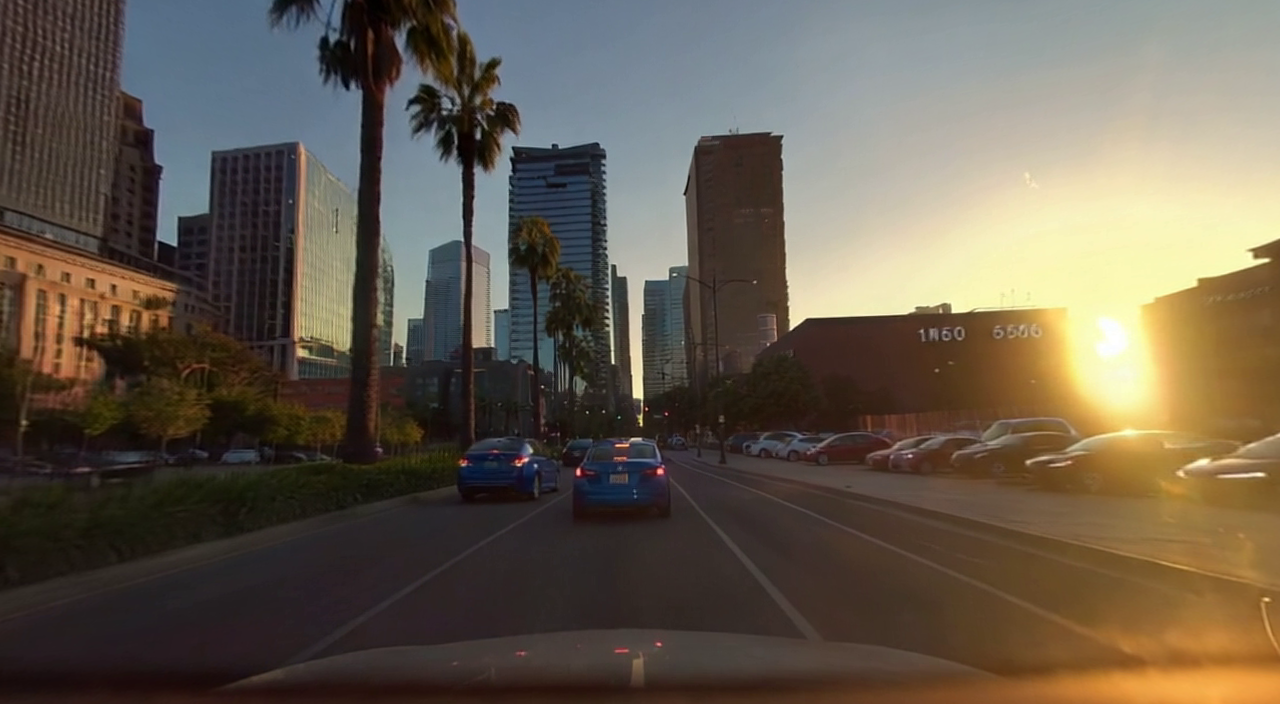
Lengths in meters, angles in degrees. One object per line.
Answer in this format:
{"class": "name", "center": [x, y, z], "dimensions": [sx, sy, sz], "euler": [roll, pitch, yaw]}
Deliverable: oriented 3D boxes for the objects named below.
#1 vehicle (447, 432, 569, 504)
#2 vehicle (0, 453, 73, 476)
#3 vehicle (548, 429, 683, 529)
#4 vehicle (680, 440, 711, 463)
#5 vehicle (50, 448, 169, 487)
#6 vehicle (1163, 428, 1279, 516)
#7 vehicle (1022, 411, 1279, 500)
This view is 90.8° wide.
{"class": "vehicle", "center": [-3.129, 2.861, 16.018], "dimensions": [2.071, 1.544, 4.383], "euler": [0, -8, 1]}
{"class": "vehicle", "center": [-42.162, 7.711, 43.494], "dimensions": [4.309, 1.484, 1.884], "euler": [0, -8, -1]}
{"class": "vehicle", "center": [-0.355, 2.182, 11.355], "dimensions": [2.004, 1.465, 3.713], "euler": [0, -9, 0]}
{"class": "vehicle", "center": [4.272, 7.725, 49.262], "dimensions": [2.039, 1.701, 4.223], "euler": [0, -9, 0]}
{"class": "vehicle", "center": [-23.550, 5.099, 28.247], "dimensions": [1.819, 1.587, 3.963], "euler": [0, -9, 0]}
{"class": "vehicle", "center": [13.418, 2.237, 12.327], "dimensions": [4.749, 1.522, 1.905], "euler": [-1, -9, -3]}
{"class": "vehicle", "center": [12.631, 2.479, 15.365], "dimensions": [5.188, 1.805, 2.228], "euler": [-2, -8, -3]}
